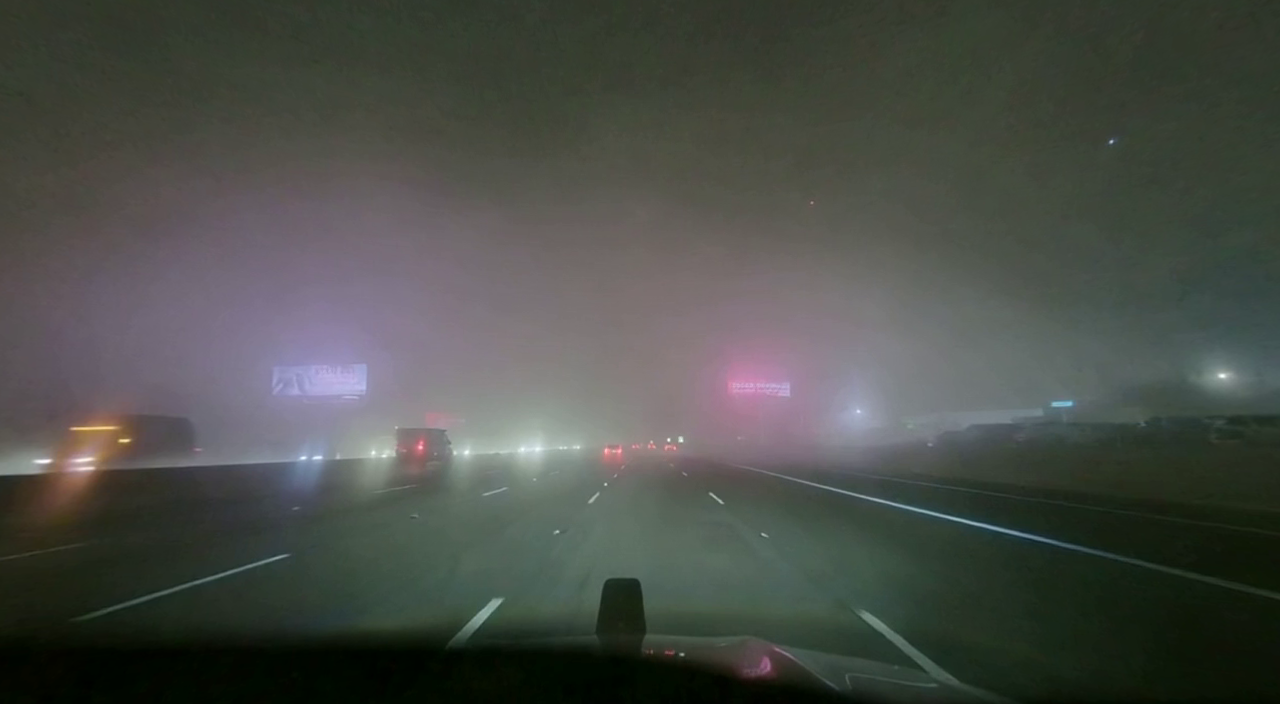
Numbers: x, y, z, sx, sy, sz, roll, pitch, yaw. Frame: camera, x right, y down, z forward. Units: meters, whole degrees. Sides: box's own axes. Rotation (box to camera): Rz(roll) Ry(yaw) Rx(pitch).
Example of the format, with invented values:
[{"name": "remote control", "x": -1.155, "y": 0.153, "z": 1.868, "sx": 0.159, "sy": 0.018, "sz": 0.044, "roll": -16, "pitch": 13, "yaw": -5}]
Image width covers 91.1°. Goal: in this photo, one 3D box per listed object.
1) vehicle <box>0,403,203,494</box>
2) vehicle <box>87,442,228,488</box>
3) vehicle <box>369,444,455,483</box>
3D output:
[{"name": "vehicle", "x": -22.091, "y": 3.948, "z": 25.821, "sx": 2.796, "sy": 3.163, "sz": 7.255, "roll": 0, "pitch": -9, "yaw": 1}, {"name": "vehicle", "x": -18.823, "y": 4.409, "z": 24.821, "sx": 1.950, "sy": 1.632, "sz": 4.501, "roll": 0, "pitch": -9, "yaw": 1}, {"name": "vehicle", "x": -9.730, "y": 4.769, "z": 27.228, "sx": 1.974, "sy": 1.513, "sz": 4.584, "roll": 0, "pitch": -9, "yaw": 0}]
